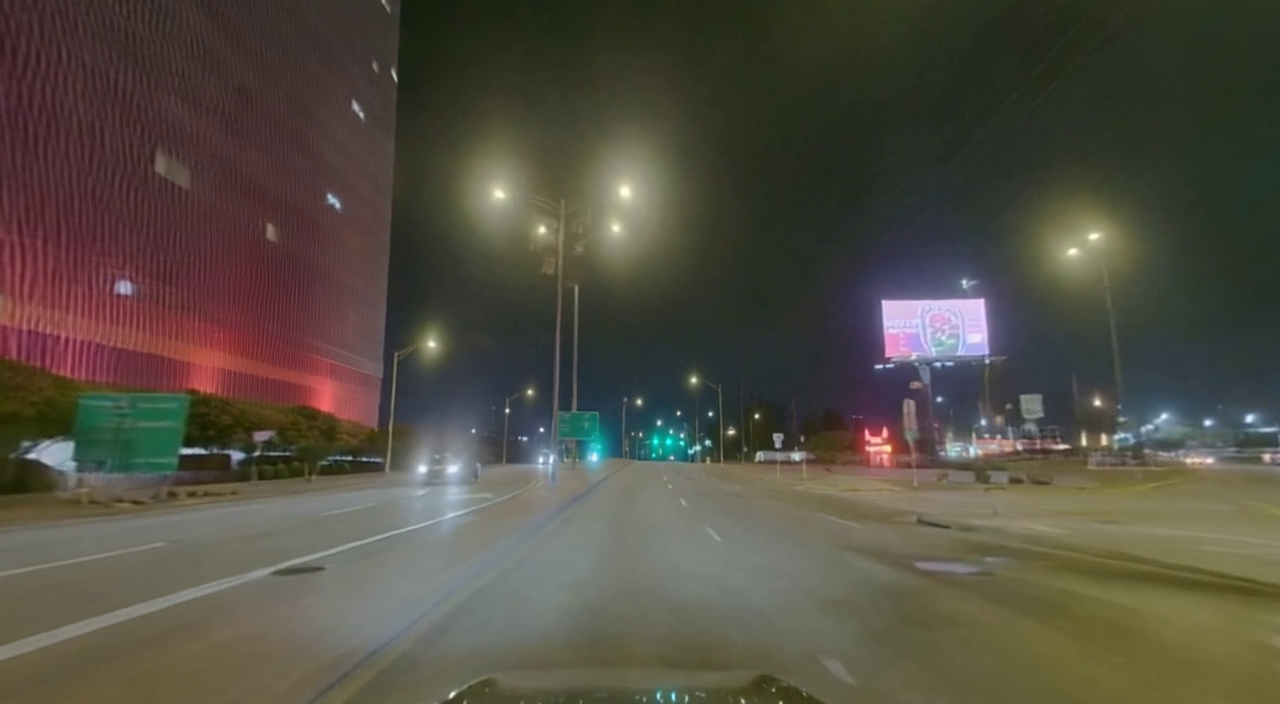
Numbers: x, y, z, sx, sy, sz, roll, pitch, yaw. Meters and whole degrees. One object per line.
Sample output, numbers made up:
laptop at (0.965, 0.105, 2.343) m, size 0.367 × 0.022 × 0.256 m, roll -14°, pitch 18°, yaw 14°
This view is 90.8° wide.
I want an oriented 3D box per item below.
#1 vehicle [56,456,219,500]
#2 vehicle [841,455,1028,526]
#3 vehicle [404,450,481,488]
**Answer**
vehicle at (-18.244, 4.558, 23.282) m, size 2.448 × 1.407 × 4.308 m, roll 0°, pitch -9°, yaw 0°
vehicle at (6.912, 3.282, 15.533) m, size 2.675 × 1.452 × 4.213 m, roll 0°, pitch -9°, yaw 2°
vehicle at (-8.624, 5.135, 28.023) m, size 1.905 × 1.533 × 4.419 m, roll 0°, pitch -9°, yaw 1°
